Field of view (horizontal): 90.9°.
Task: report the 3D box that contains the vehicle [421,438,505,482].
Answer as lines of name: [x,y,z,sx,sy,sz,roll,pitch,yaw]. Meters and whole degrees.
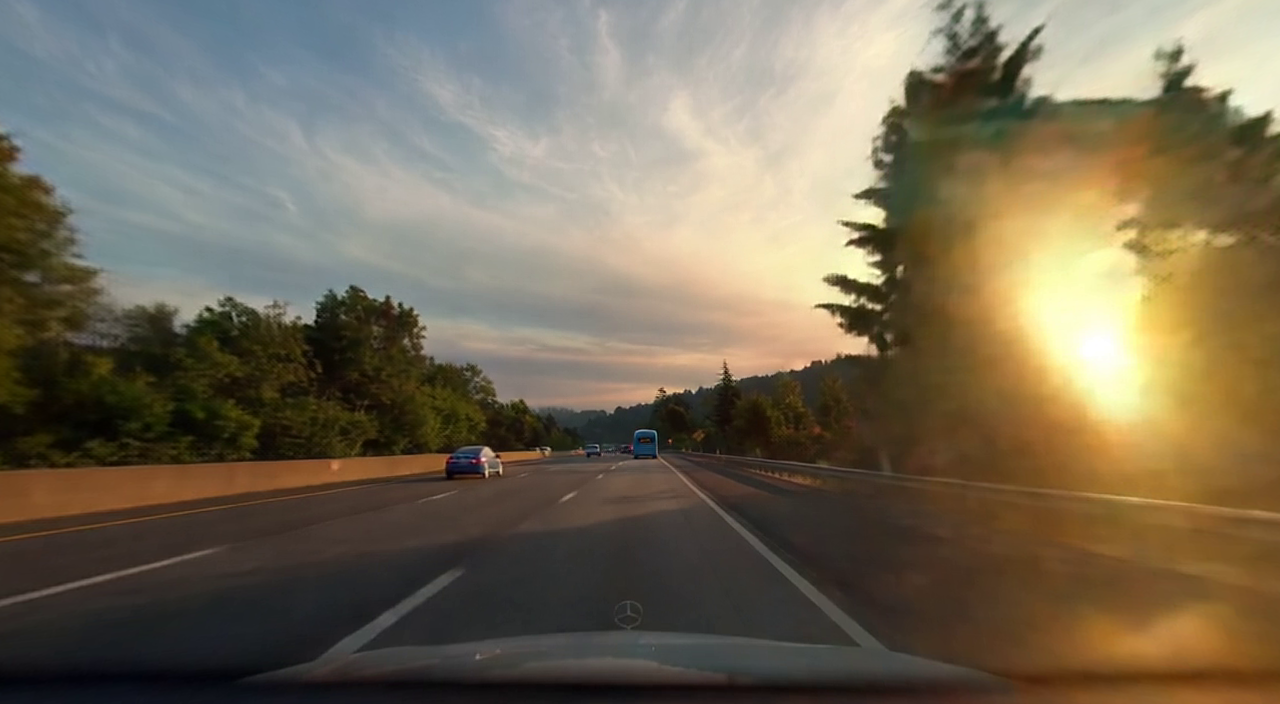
vehicle: [-7.289,4.483,26.506,2.080,1.674,4.660,0,-8,1]
